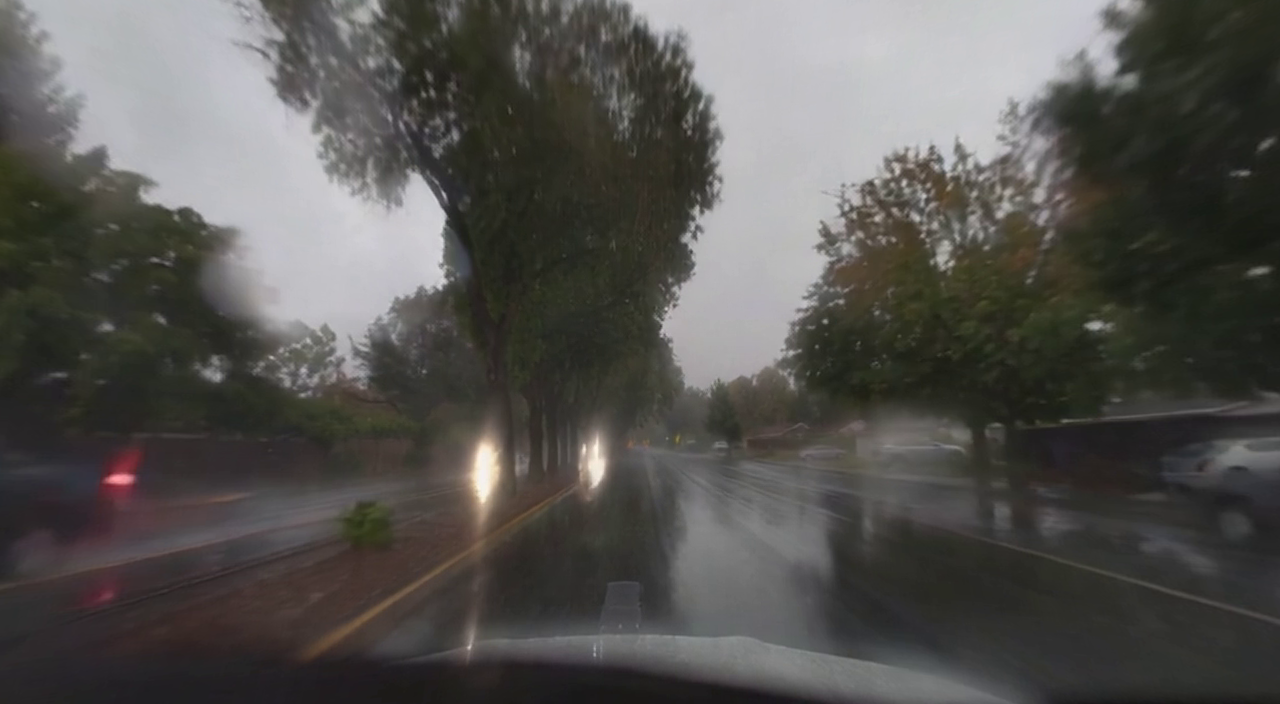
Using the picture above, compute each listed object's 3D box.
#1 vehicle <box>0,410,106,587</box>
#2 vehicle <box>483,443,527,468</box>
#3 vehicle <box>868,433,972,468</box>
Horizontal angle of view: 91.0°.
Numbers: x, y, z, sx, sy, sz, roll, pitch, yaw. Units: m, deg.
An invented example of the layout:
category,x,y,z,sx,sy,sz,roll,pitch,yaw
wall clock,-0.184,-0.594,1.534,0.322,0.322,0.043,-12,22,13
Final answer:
category,x,y,z,sx,sy,sz,roll,pitch,yaw
vehicle,-7.675,1.364,5.313,2.019,1.819,4.897,-1,-8,0
vehicle,-9.585,7.372,45.100,2.000,1.728,4.587,-1,-8,2
vehicle,14.364,5.047,32.437,4.386,1.711,1.929,0,-8,0
